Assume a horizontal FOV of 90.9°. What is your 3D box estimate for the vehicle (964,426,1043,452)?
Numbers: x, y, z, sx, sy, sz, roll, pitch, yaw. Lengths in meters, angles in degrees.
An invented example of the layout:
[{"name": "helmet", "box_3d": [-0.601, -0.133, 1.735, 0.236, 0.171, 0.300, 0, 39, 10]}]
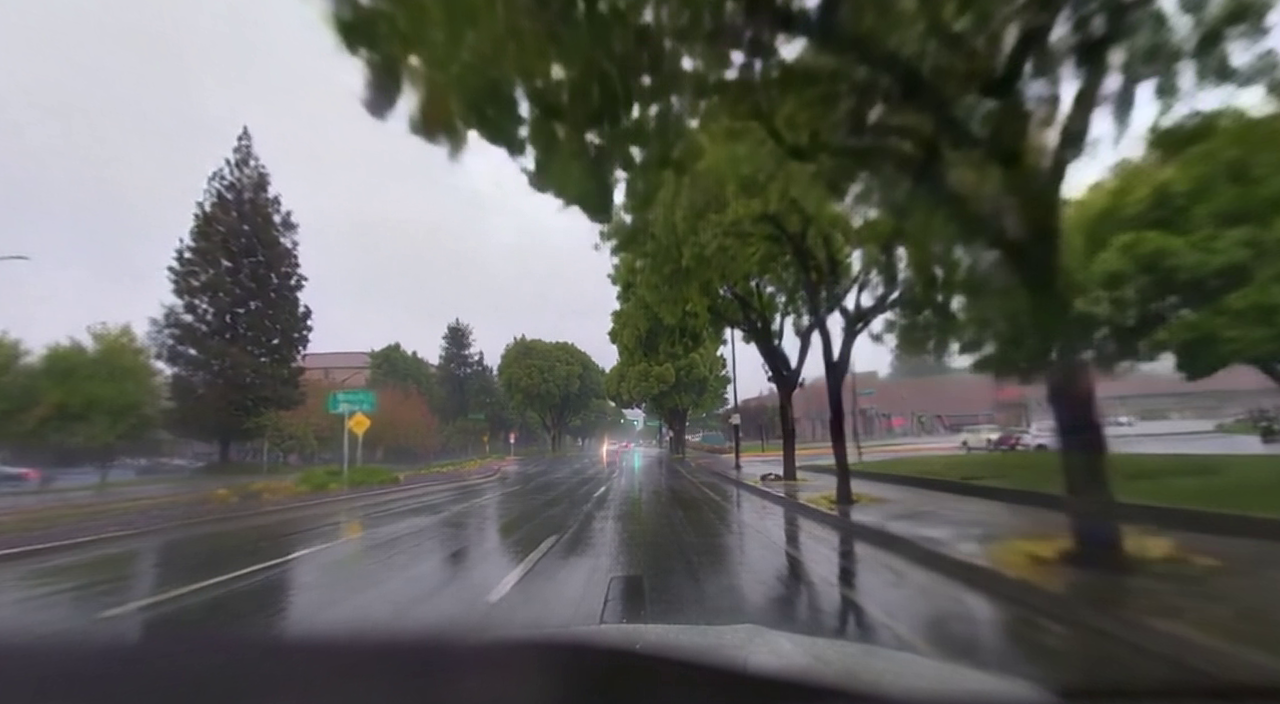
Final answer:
[{"name": "vehicle", "box_3d": [25.854, 6.207, 44.947, 4.384, 1.682, 1.866, -2, -9, 2]}]
